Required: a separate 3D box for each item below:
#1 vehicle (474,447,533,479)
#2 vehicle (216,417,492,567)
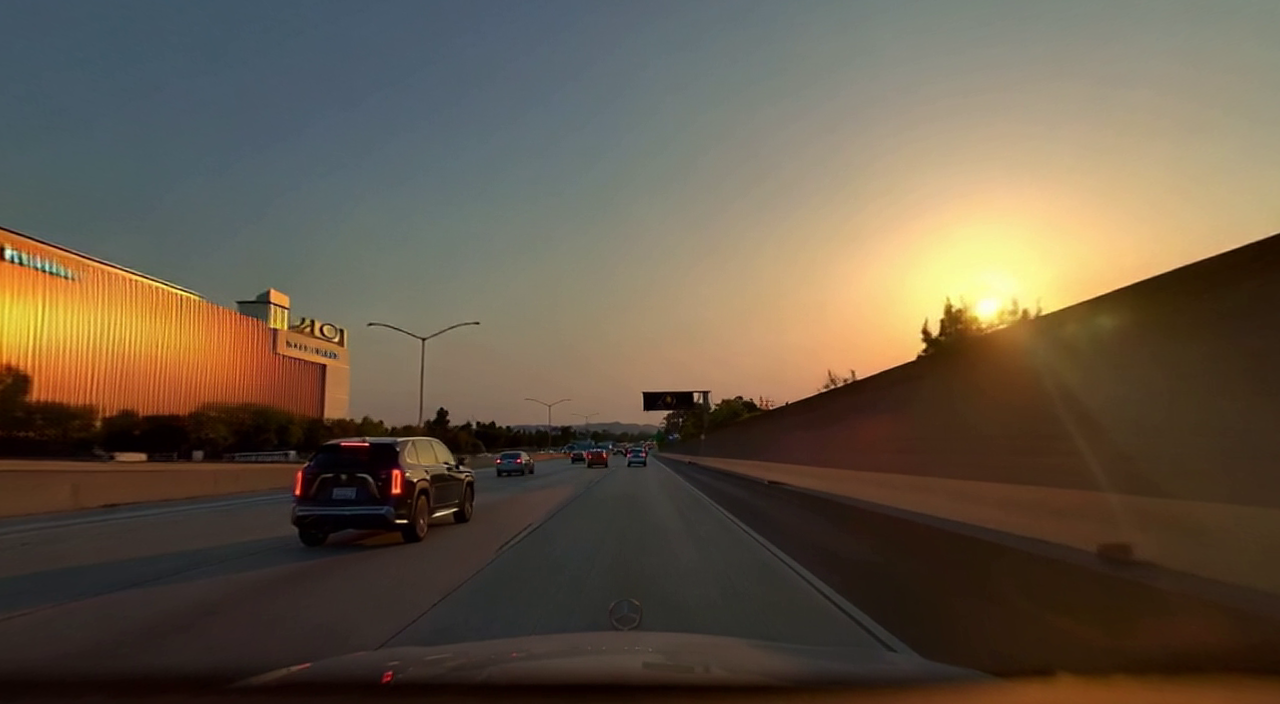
[{"bbox_3d":[-7.215,5.924,33.886,1.998,1.542,4.953,0,-9,1],"label":"vehicle"},{"bbox_3d":[-3.878,1.983,9.674,2.059,1.725,4.521,0,-9,1],"label":"vehicle"}]
